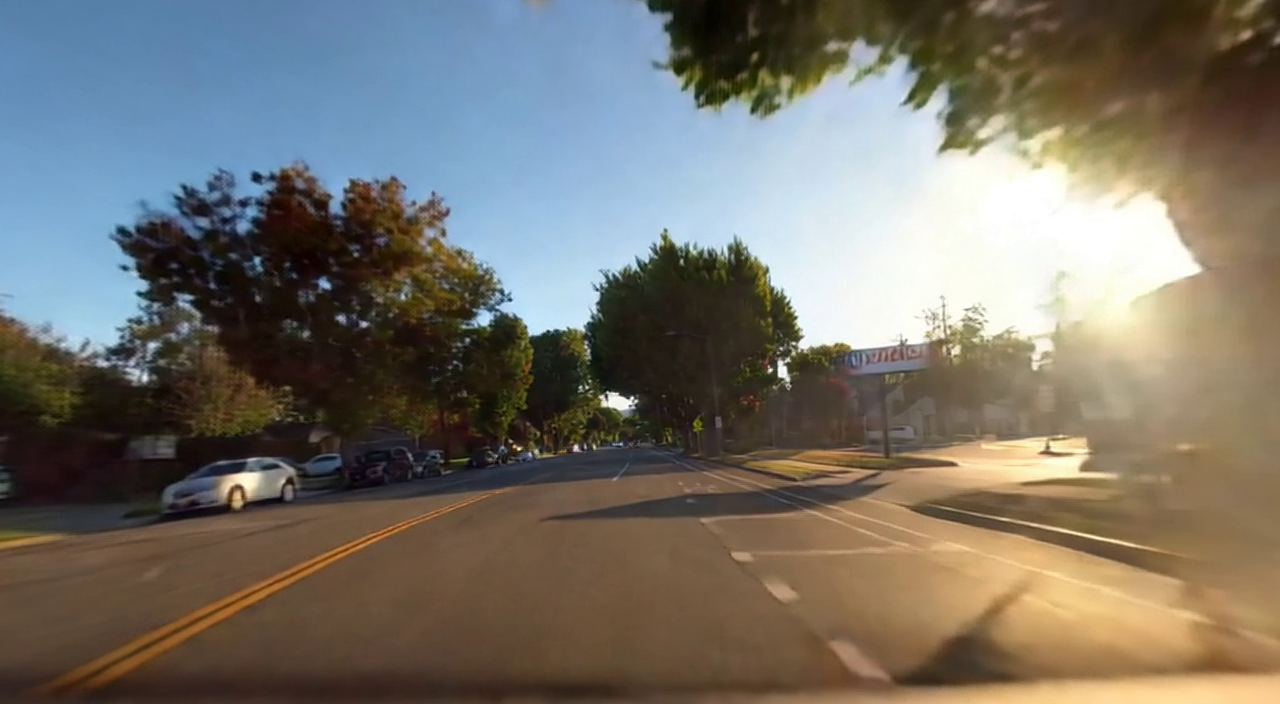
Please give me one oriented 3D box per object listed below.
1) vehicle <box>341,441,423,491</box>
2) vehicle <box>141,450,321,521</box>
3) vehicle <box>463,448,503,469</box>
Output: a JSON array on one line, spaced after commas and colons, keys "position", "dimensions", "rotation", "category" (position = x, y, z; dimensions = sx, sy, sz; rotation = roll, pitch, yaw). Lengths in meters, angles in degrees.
[{"position": [-11.633, 5.141, 28.853], "dimensions": [2.015, 1.884, 4.488], "rotation": [-6, -8, -3], "category": "vehicle"}, {"position": [-11.522, 3.732, 18.344], "dimensions": [1.950, 1.720, 4.868], "rotation": [0, -9, 0], "category": "vehicle"}, {"position": [-11.762, 8.006, 47.569], "dimensions": [1.958, 1.457, 4.254], "rotation": [0, -9, -1], "category": "vehicle"}]
